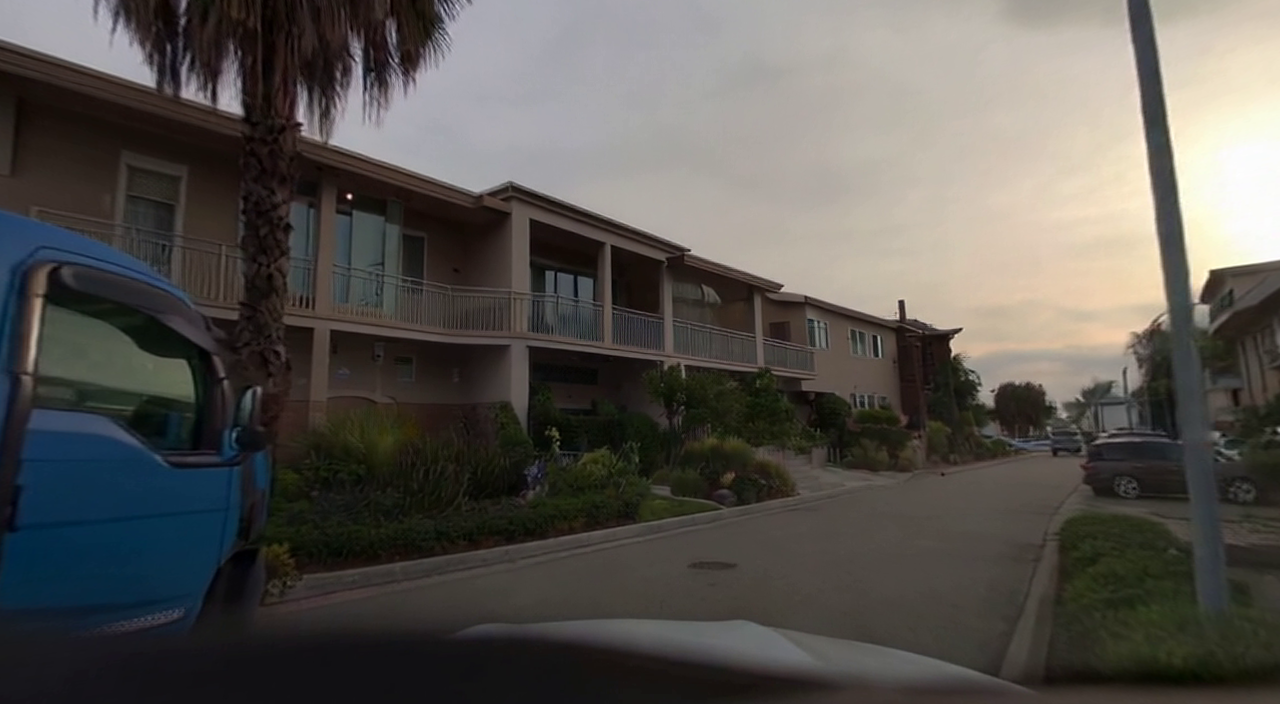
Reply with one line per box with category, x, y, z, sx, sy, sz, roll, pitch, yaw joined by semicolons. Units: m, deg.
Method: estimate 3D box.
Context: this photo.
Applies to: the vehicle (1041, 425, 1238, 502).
vehicle;19.825;4.330;25.416;5.872;2.468;2.864;-2;-8;39
